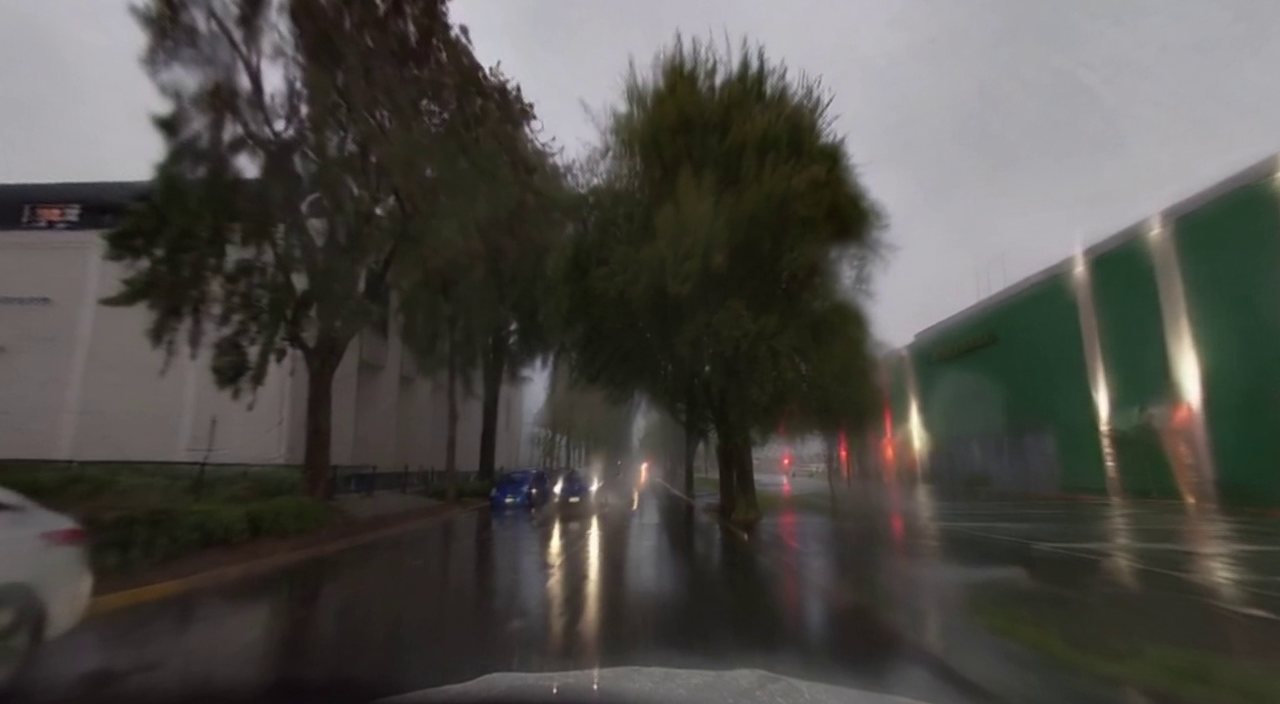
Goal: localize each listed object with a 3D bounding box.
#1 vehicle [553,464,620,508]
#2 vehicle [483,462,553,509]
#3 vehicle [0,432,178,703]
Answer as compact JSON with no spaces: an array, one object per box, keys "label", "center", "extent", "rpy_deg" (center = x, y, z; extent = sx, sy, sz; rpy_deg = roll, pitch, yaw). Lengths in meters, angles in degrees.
[{"label":"vehicle","center":[-1.912,5.027,23.912],"extent":[1.978,1.453,4.314],"rpy_deg":[1,-11,2]},{"label":"vehicle","center":[-4.538,5.000,23.957],"extent":[2.011,1.596,3.760],"rpy_deg":[-1,-10,-2]},{"label":"vehicle","center":[-4.641,1.127,2.859],"extent":[1.903,1.542,4.115],"rpy_deg":[-1,-10,1]}]
